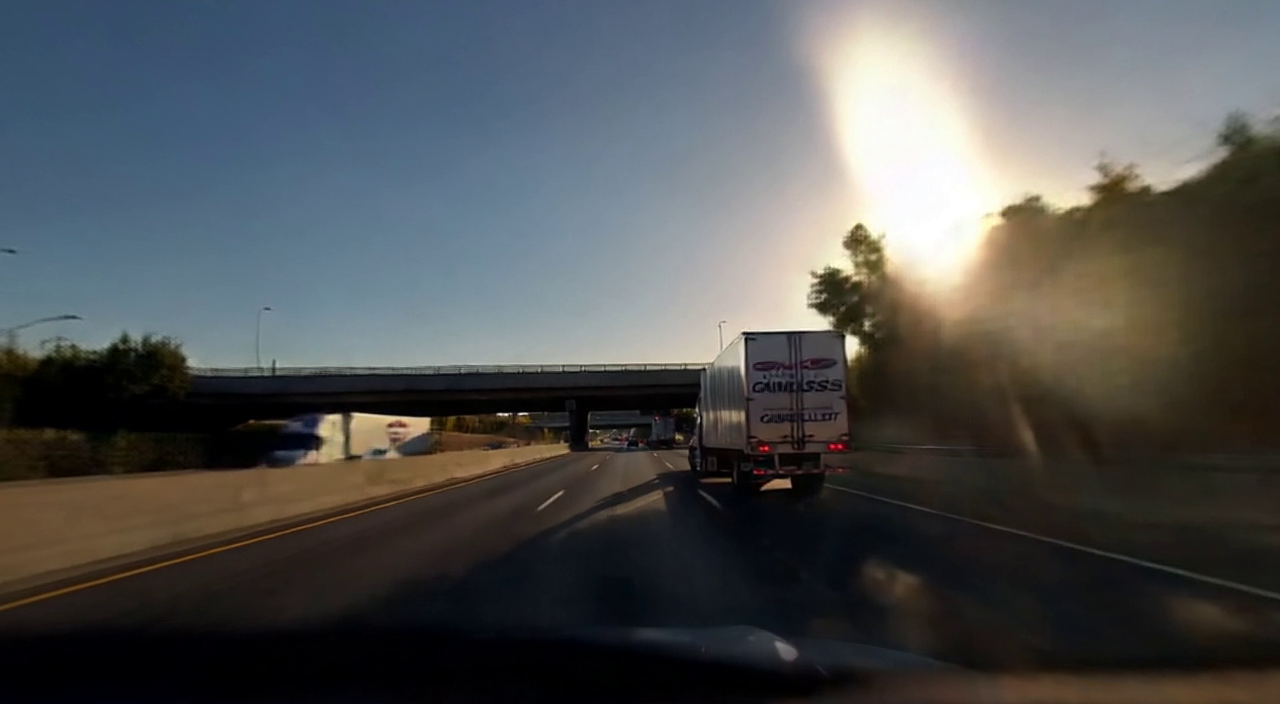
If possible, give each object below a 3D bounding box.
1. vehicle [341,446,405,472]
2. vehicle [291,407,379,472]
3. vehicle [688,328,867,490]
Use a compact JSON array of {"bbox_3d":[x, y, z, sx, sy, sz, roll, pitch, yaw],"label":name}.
[{"bbox_3d":[-16.313,6.519,38.685,1.916,1.450,4.484,0,-8,0],"label":"vehicle"},{"bbox_3d":[-20.599,5.947,42.907,2.959,4.062,5.944,0,-8,-1],"label":"vehicle"},{"bbox_3d":[3.986,2.421,23.103,2.976,4.064,14.619,0,-8,-1],"label":"vehicle"}]
